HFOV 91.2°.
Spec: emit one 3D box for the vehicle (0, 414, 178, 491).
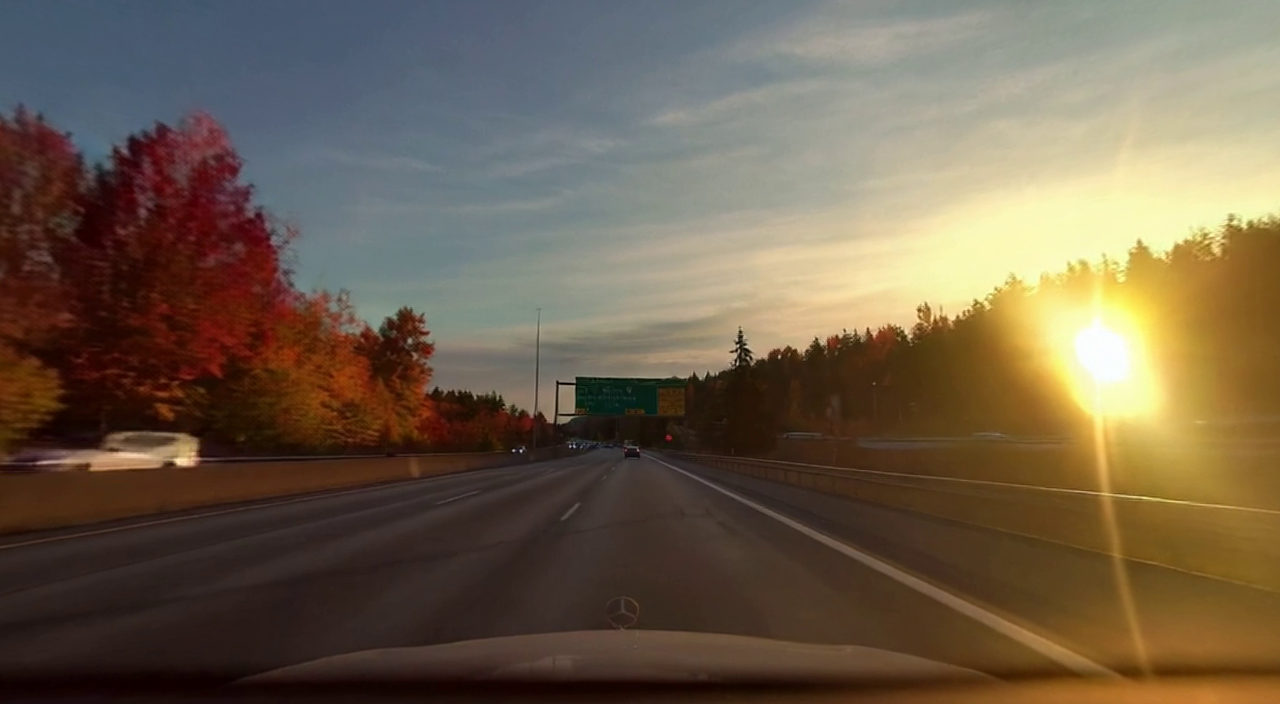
[{"bbox_3d":[-19.691,3.425,21.493,2.454,2.194,6.881,0,-9,0],"label":"vehicle"}]
